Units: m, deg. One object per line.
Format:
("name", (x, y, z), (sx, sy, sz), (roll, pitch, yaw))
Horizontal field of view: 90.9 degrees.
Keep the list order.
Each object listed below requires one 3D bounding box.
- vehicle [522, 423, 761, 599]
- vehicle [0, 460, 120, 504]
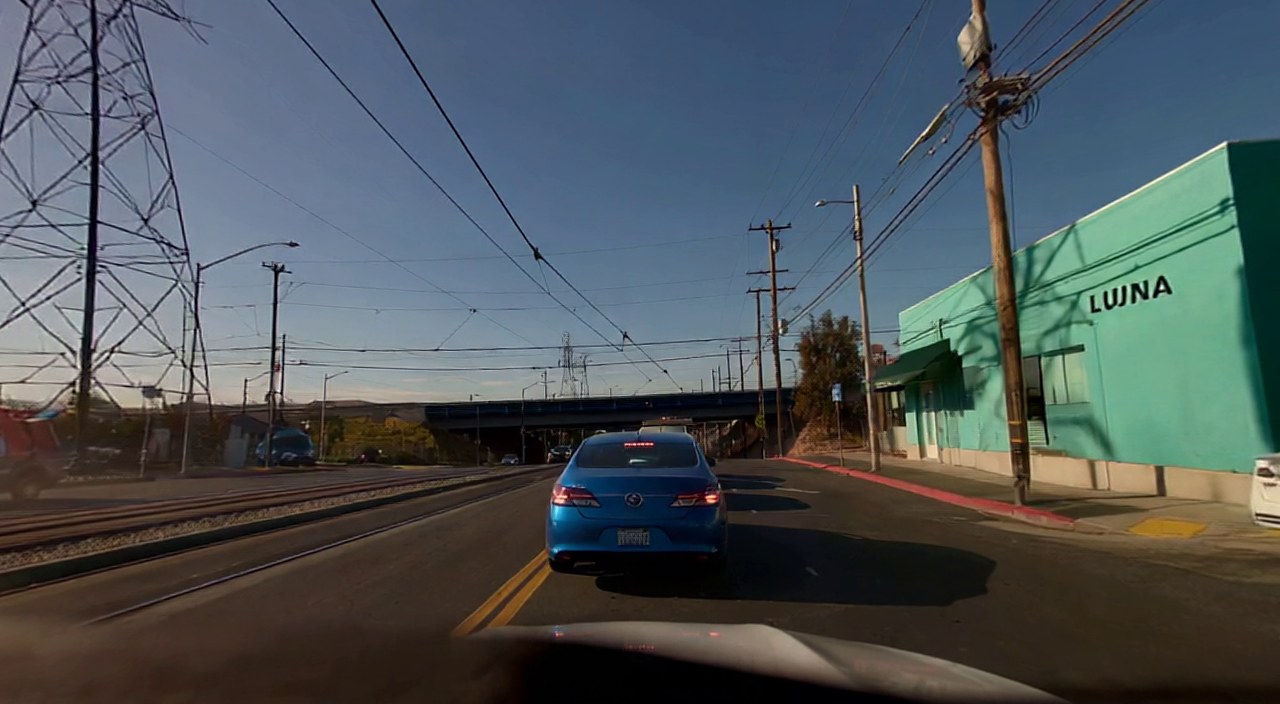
("vehicle", (0.096, 1.705, 7.616), (2.090, 1.518, 4.033), (-1, -9, 3))
("vehicle", (-21.940, 4.677, 22.846), (4.566, 1.453, 1.935), (-1, -9, 5))
